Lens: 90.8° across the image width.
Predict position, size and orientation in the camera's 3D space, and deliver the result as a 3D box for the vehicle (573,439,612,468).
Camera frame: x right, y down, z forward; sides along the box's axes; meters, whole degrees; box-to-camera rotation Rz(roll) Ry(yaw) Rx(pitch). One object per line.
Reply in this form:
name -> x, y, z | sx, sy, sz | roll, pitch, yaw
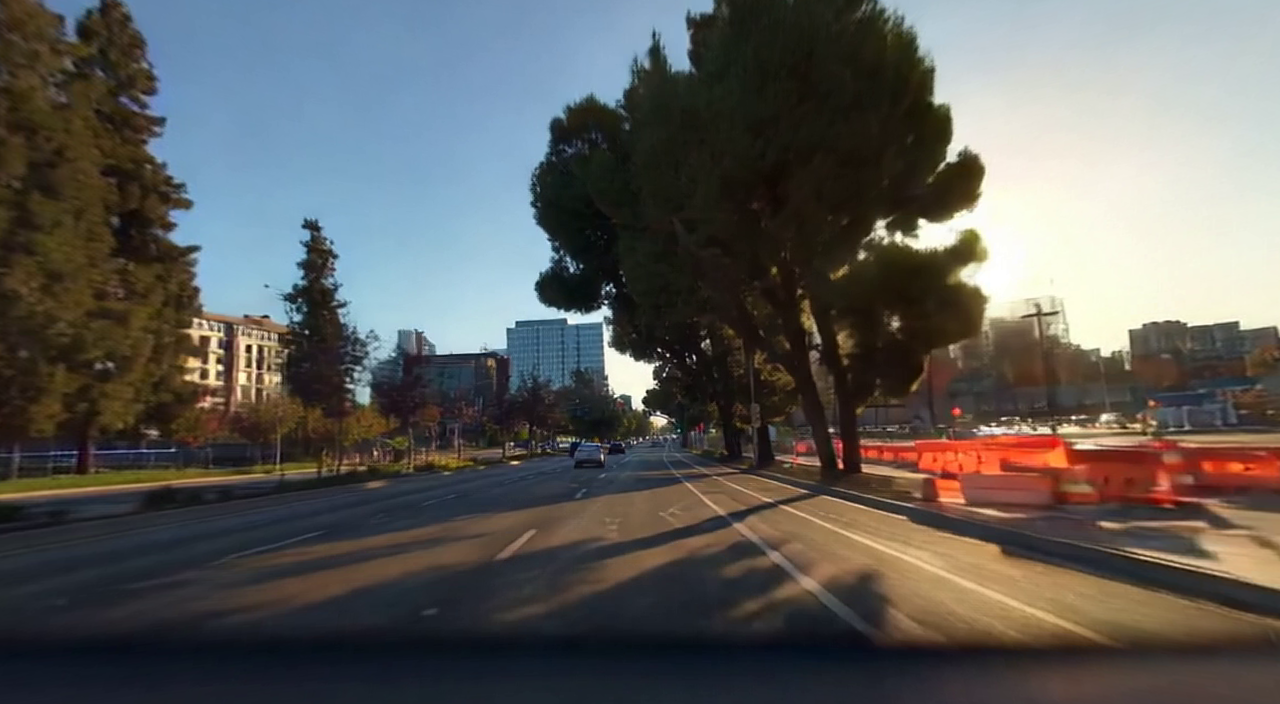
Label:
vehicle -> -2.915, 6.350, 39.690 | 2.121, 1.654, 3.993 | 0, -8, 0
